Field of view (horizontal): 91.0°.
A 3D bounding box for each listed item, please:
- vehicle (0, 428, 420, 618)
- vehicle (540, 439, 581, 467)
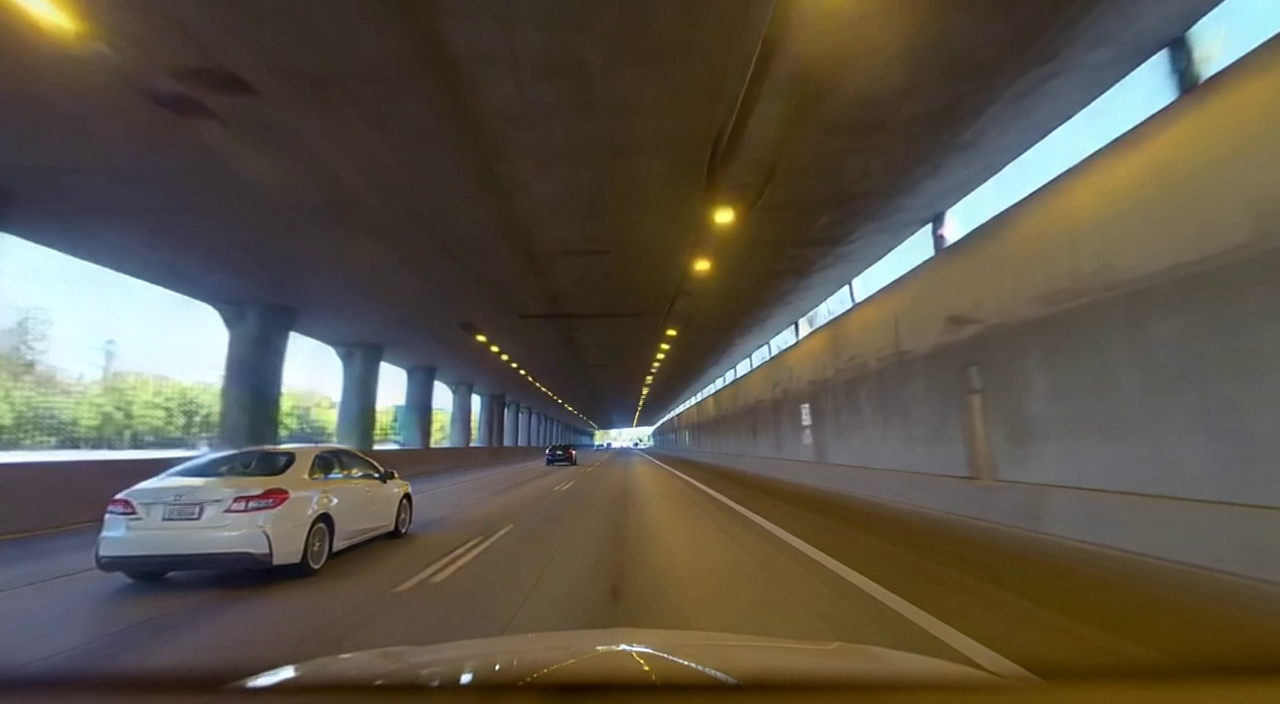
[{"bbox_3d":[-4.142,1.620,7.021,1.885,1.424,4.230,0,-8,-1],"label":"vehicle"},{"bbox_3d":[-4.581,5.853,36.697,1.973,1.474,4.199,0,-8,-1],"label":"vehicle"}]
